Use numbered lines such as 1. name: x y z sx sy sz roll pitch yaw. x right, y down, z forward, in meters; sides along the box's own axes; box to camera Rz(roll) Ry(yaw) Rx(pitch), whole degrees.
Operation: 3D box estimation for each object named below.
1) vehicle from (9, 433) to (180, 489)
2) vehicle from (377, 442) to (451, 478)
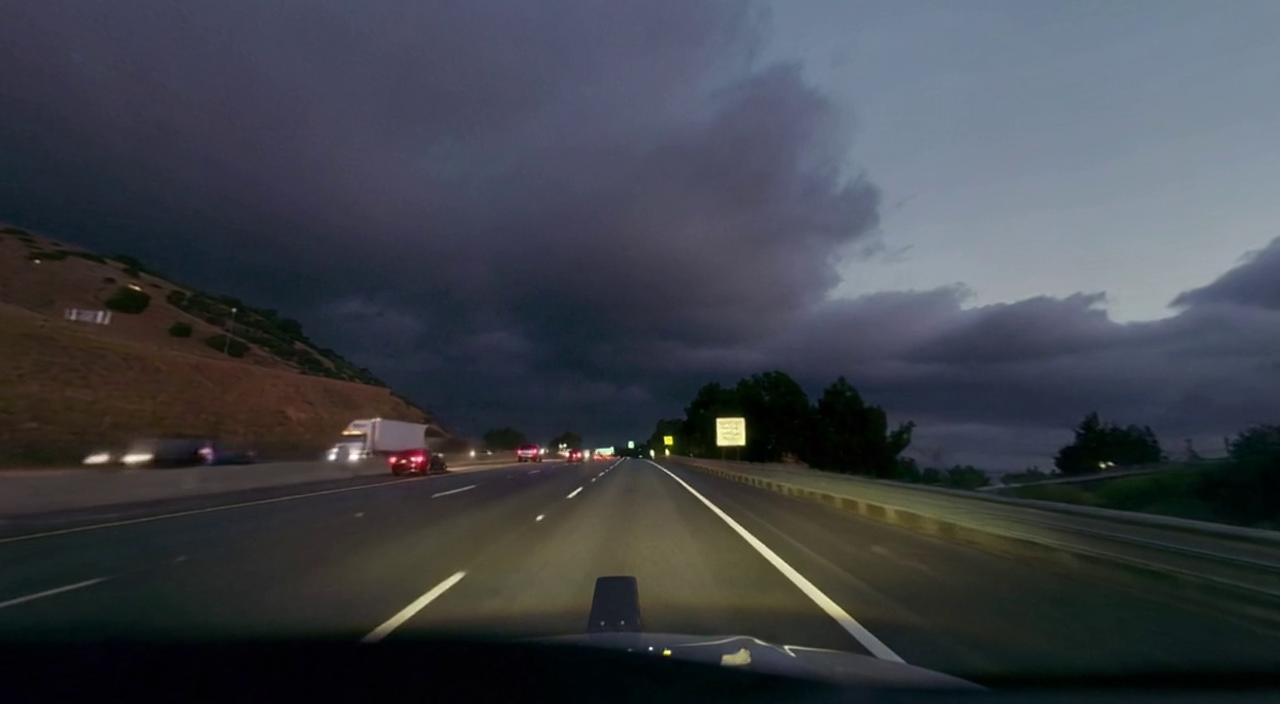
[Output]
1. vehicle: -18.057 3.622 21.122 1.882 1.670 4.243 0 -8 0
2. vehicle: -11.108 5.333 31.264 2.001 1.625 4.528 0 -8 0
